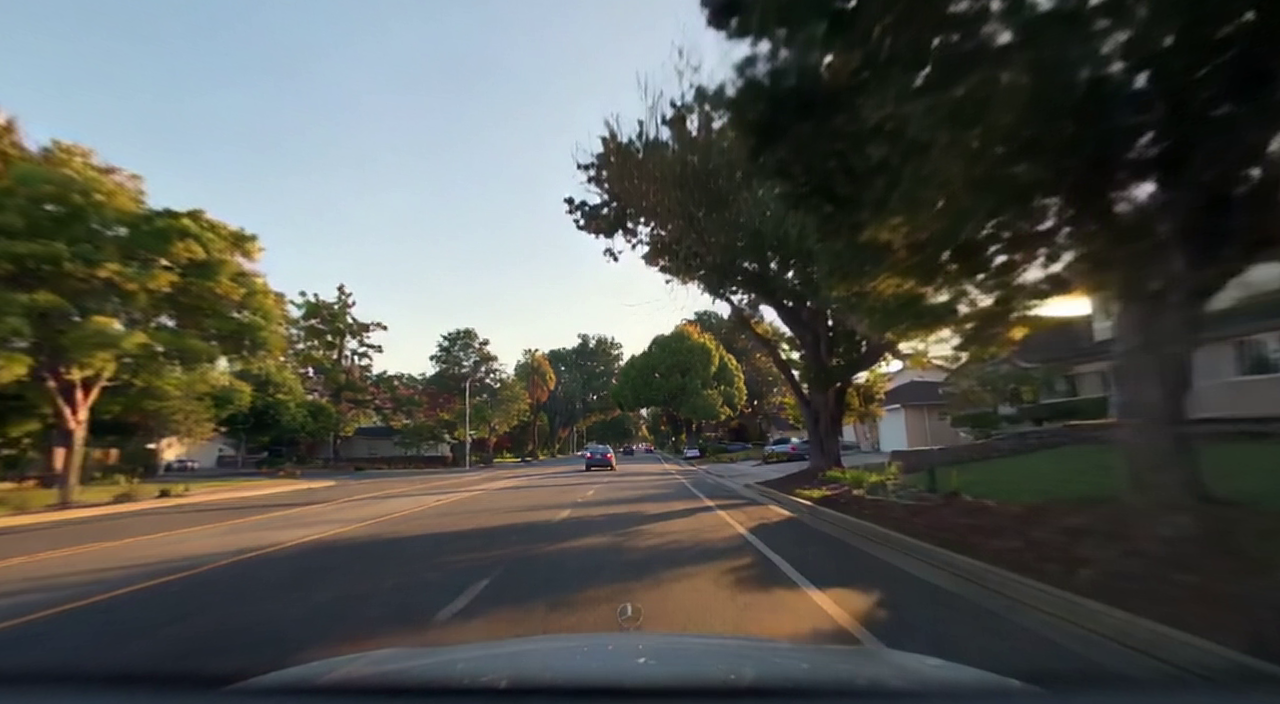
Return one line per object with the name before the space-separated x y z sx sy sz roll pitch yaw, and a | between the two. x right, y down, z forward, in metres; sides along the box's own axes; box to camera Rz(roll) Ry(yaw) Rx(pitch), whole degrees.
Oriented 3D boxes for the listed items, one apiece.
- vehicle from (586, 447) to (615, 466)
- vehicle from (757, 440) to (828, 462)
vehicle | -3.009 8.123 49.191 1.973 1.400 3.915 0 -8 1
vehicle | 10.856 7.052 45.088 4.606 1.525 1.932 0 -8 0
